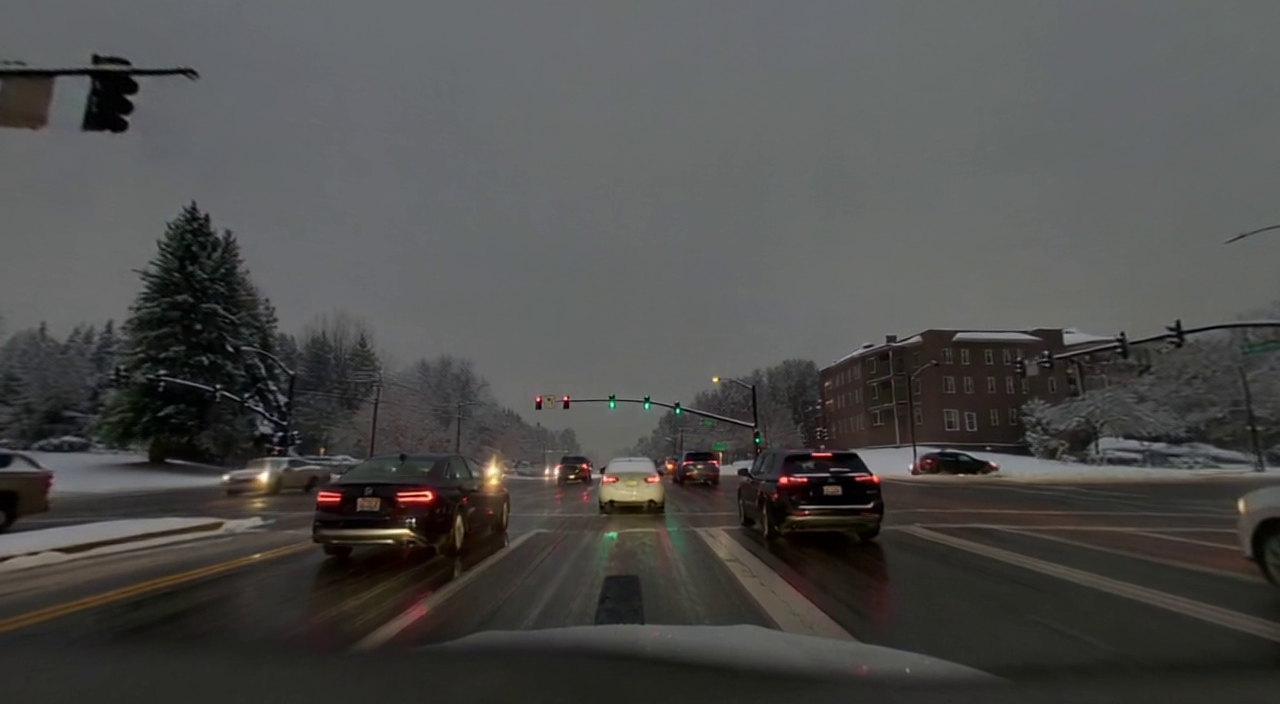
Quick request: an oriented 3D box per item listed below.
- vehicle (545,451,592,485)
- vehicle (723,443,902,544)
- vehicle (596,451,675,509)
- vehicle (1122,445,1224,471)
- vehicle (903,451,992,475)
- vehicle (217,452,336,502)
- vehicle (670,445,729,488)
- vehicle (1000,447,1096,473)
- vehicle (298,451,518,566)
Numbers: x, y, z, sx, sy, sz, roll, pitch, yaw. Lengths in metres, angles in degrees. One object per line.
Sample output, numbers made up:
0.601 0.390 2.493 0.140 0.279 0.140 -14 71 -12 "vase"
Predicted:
-3.817 6.267 34.449 2.033 1.714 4.278 0 -8 0 "vehicle"
3.044 2.597 12.480 1.996 1.566 4.917 0 -8 -2 "vehicle"
-0.170 3.714 18.742 2.098 1.461 3.958 0 -8 -1 "vehicle"
31.055 6.148 36.896 4.357 1.444 1.783 0 -8 -2 "vehicle"
19.319 6.985 39.835 4.620 1.446 1.950 0 -8 -3 "vehicle"
-14.533 4.966 25.628 2.126 1.785 4.534 0 -8 0 "vehicle"
2.628 5.179 29.062 2.138 1.778 4.422 0 -8 -2 "vehicle"
23.691 6.254 36.747 4.255 1.465 1.936 0 -9 -3 "vehicle"
-3.501 2.419 10.638 2.045 1.463 4.490 0 -8 0 "vehicle"
